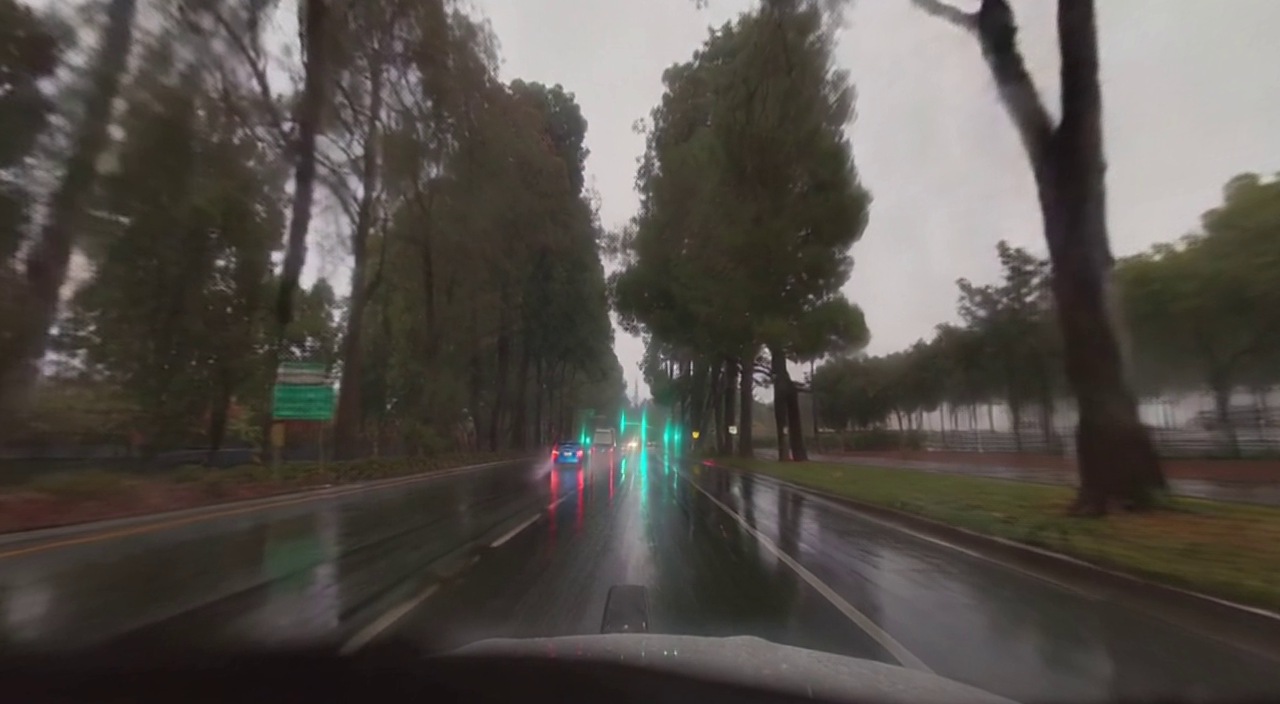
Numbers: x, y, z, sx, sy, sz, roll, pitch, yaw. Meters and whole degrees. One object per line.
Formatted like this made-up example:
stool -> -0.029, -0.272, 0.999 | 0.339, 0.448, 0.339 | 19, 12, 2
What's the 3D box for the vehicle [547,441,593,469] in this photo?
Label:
vehicle -> -3.831, 5.699, 35.218 | 2.005, 1.462, 4.345 | 0, -8, 1
